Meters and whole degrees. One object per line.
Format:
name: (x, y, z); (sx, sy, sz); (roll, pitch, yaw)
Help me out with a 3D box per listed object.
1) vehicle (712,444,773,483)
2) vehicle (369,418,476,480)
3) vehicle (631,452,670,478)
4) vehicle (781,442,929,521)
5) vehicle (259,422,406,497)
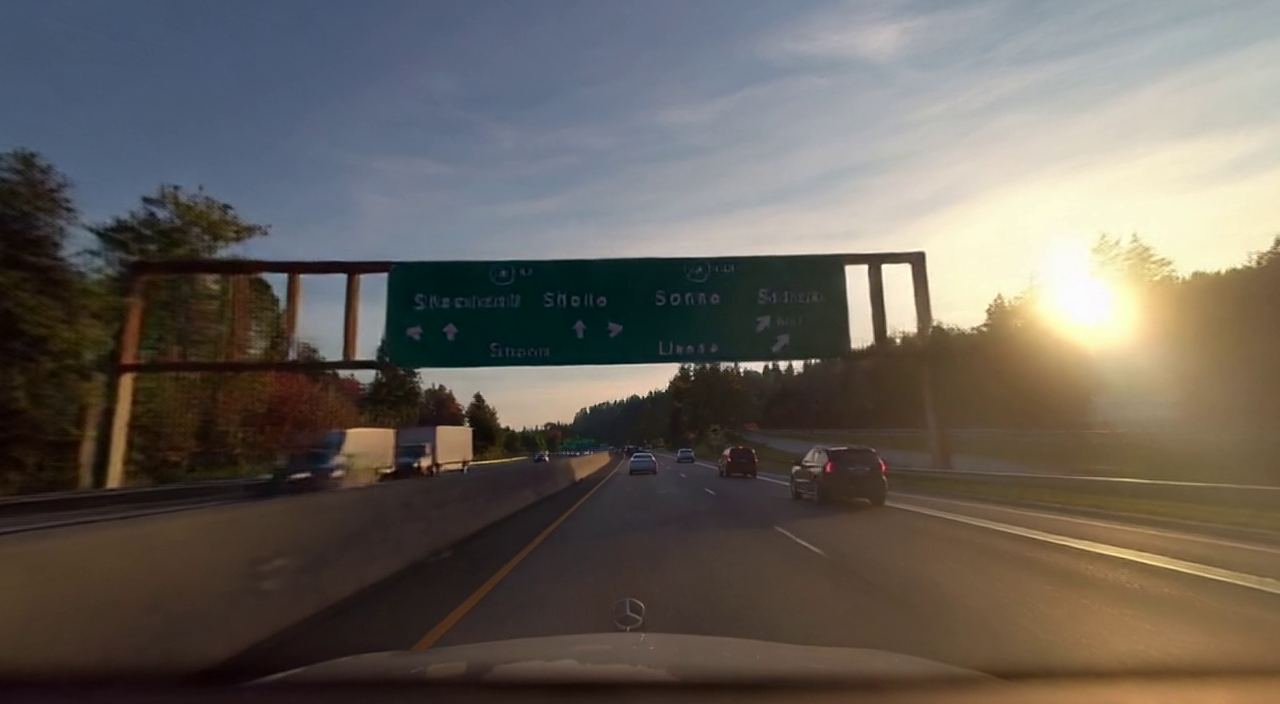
vehicle: (4.617, 5.081, 28.958); (1.969, 1.639, 4.472); (0, -9, -1)
vehicle: (-16.471, 7.695, 49.648); (2.898, 4.087, 15.230); (0, -9, 1)
vehicle: (0.516, 6.161, 34.528); (2.012, 1.320, 3.777); (0, -9, 0)
vehicle: (4.615, 2.819, 14.187); (1.952, 1.495, 3.740); (0, -9, -1)
vehicle: (-13.255, 4.736, 28.041); (2.620, 2.854, 7.426); (0, -9, 1)
